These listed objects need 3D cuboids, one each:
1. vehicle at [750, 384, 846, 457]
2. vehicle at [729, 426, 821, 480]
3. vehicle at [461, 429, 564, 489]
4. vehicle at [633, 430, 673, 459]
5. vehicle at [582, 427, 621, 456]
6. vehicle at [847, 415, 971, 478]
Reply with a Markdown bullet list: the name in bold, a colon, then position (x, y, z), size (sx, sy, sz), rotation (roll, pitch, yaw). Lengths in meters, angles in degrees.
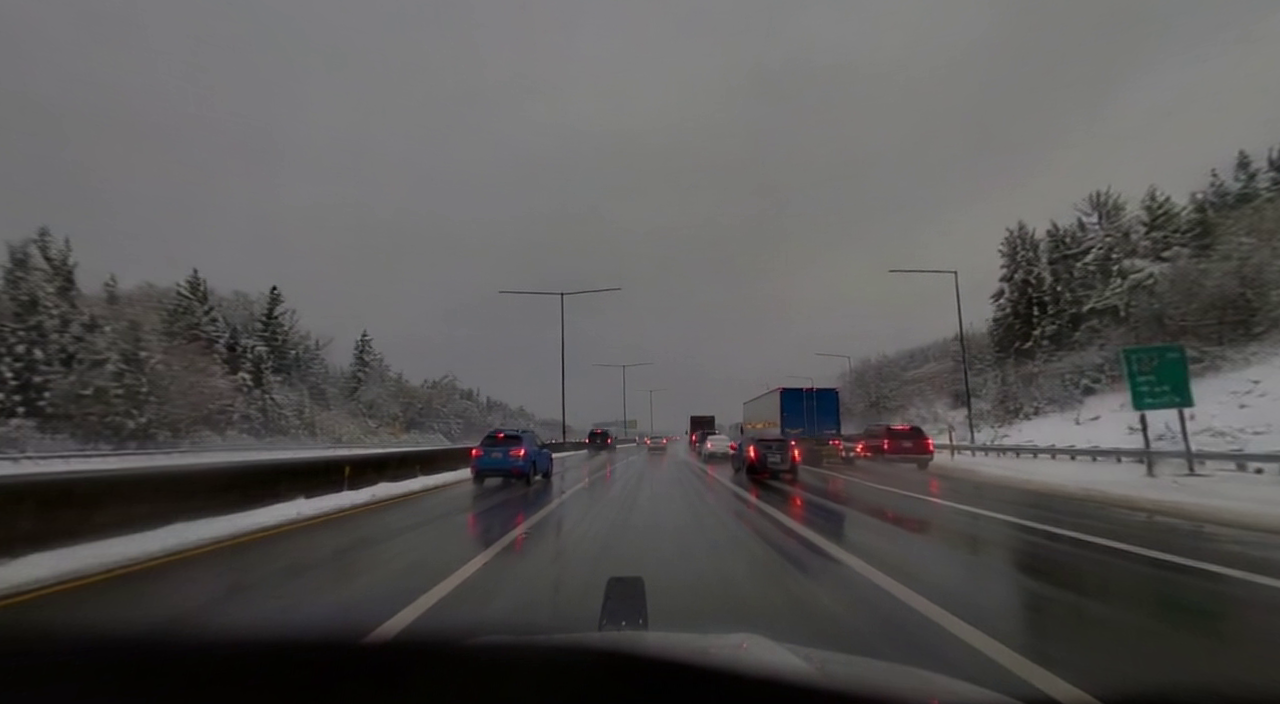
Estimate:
- **vehicle**: position (9.377, 4.546, 39.606), size (3.007, 3.725, 13.835), rotation (-1, -8, 2)
- **vehicle**: position (4.111, 3.167, 20.030), size (1.933, 1.503, 4.520), rotation (-1, -8, 0)
- **vehicle**: position (-3.447, 2.985, 17.939), size (1.914, 1.476, 4.416), rotation (-1, -8, 2)
- **vehicle**: position (0.706, 5.045, 34.326), size (2.040, 1.461, 3.984), rotation (-1, -8, 1)
- **vehicle**: position (-2.432, 5.786, 40.806), size (2.006, 1.741, 4.277), rotation (-1, -8, 3)
- **vehicle**: position (8.447, 3.039, 20.353), size (2.072, 1.761, 4.461), rotation (-1, -8, 1)
